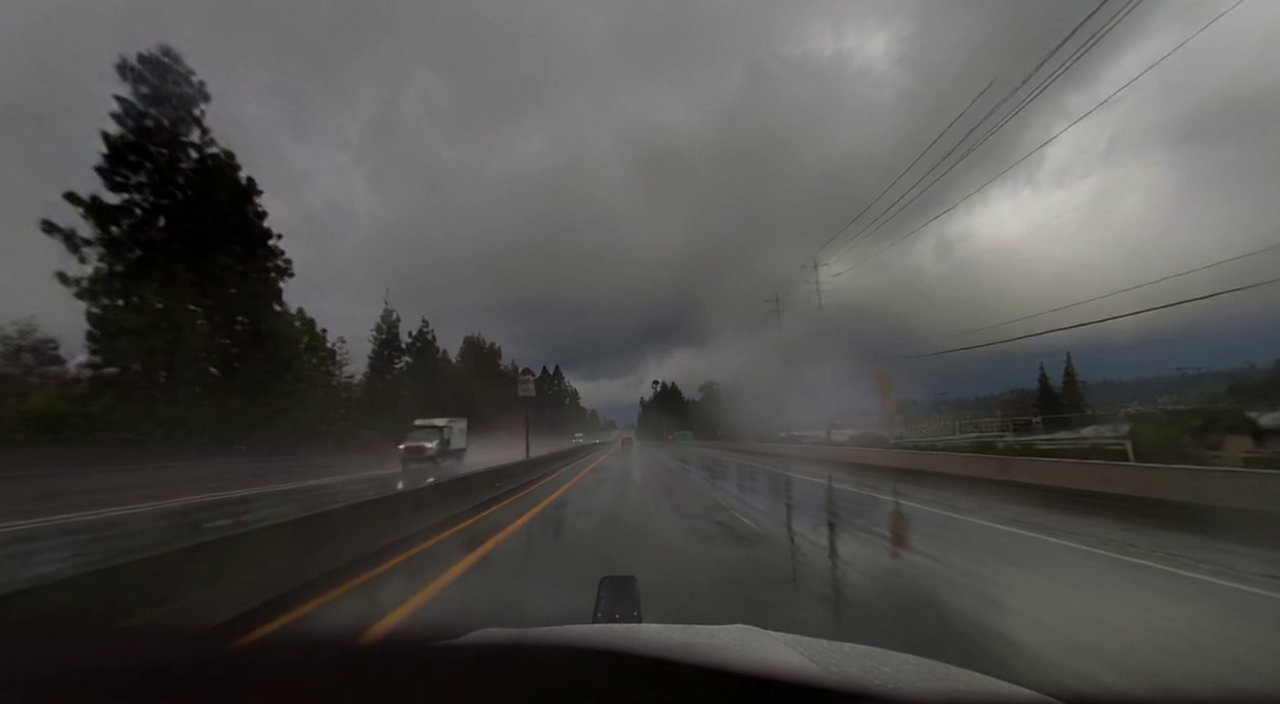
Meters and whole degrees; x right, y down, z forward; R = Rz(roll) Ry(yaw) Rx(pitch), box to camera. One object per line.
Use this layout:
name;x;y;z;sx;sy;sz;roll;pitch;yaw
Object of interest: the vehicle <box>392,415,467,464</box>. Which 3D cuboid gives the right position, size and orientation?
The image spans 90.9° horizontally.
vehicle;-13.509;5.702;41.057;2.579;2.887;6.759;0;-8;0
